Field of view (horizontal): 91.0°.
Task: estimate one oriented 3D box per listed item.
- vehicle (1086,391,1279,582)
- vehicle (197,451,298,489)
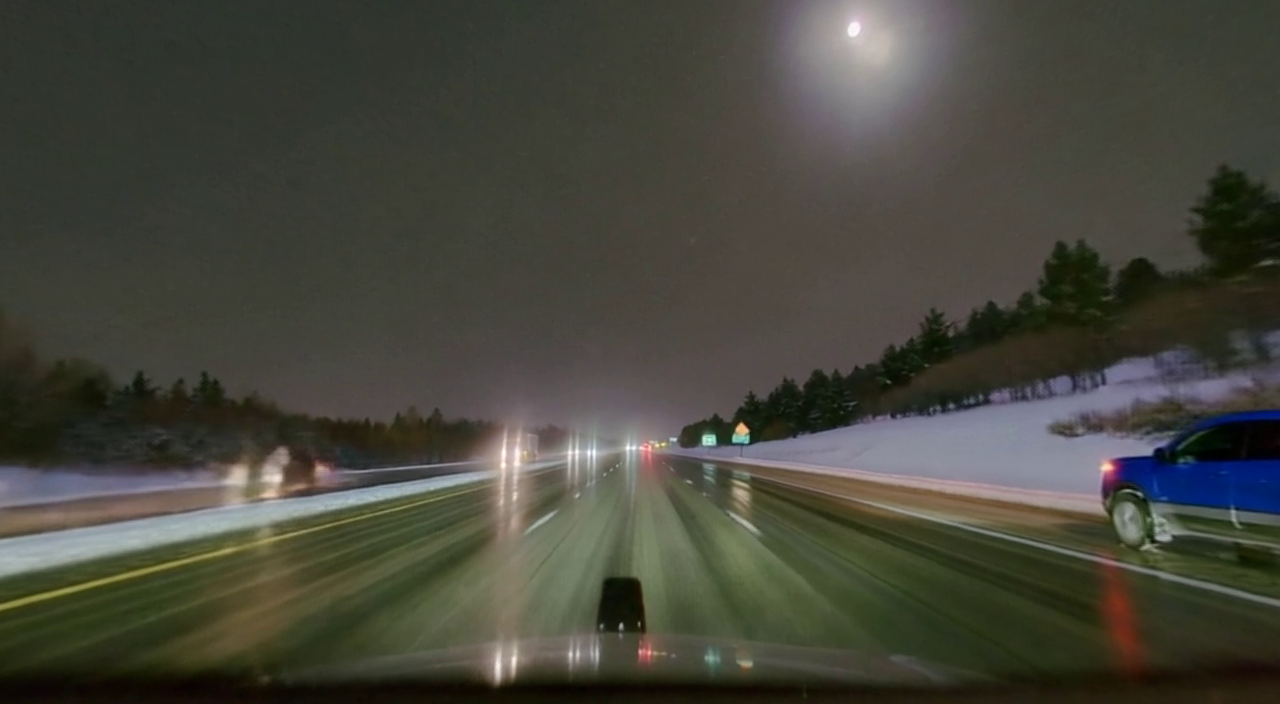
[{"bbox_3d":[7.373,1.327,6.210,2.186,1.848,5.136,0,-9,0],"label":"vehicle"},{"bbox_3d":[-17.077,5.104,27.669,1.815,1.510,3.960,0,-9,1],"label":"vehicle"}]
